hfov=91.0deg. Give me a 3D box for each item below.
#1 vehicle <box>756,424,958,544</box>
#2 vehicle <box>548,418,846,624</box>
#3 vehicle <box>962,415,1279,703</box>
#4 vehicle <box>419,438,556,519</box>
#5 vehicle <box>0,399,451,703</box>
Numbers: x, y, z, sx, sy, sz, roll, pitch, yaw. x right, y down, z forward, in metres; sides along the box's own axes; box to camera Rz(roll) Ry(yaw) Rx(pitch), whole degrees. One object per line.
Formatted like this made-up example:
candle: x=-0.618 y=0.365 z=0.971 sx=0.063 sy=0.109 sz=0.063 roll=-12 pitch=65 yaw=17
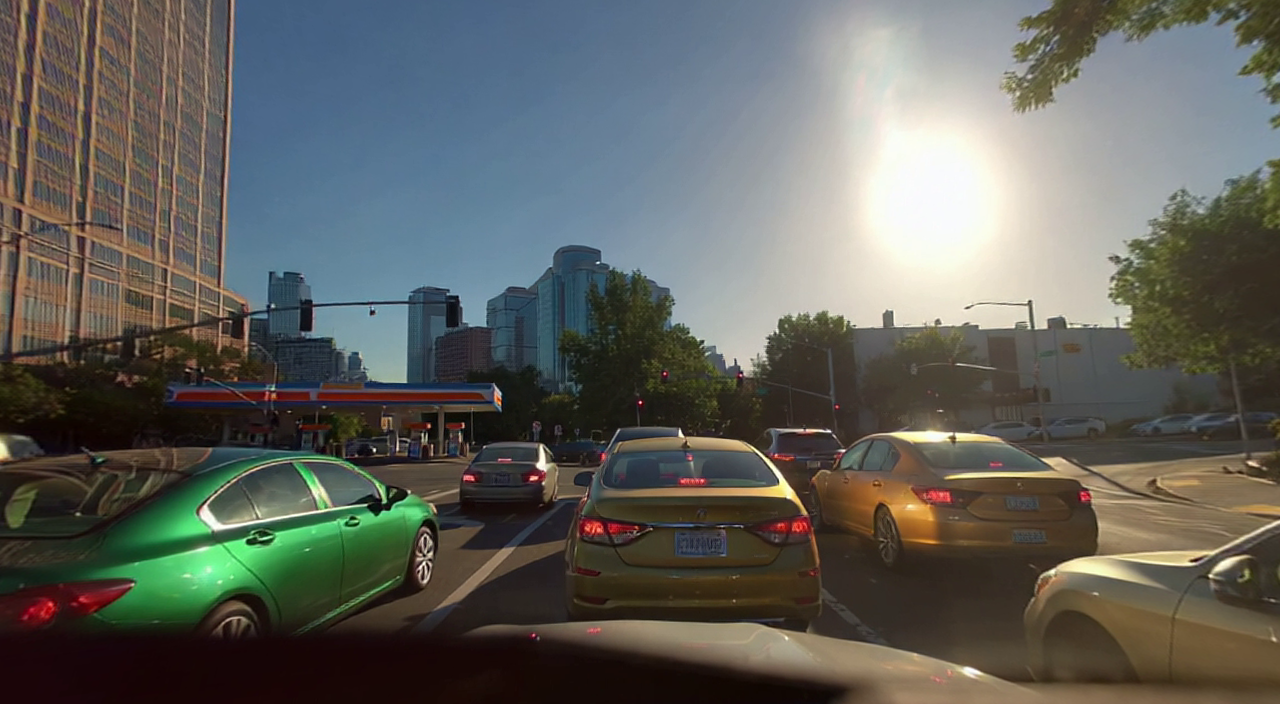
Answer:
vehicle: x=3.377 y=2.127 z=10.792 sx=1.947 sy=1.630 sz=4.127 roll=0 pitch=-9 yaw=0
vehicle: x=0.373 y=1.587 z=6.931 sx=2.220 sy=1.507 sz=4.317 roll=0 pitch=-9 yaw=-1
vehicle: x=4.174 y=1.142 z=3.638 sx=1.950 sy=1.497 sz=4.686 roll=0 pitch=-9 yaw=-3
vehicle: x=-3.079 y=2.641 z=13.694 sx=1.867 sy=1.474 sz=4.237 roll=0 pitch=-9 yaw=0
vehicle: x=-3.008 y=1.256 z=4.608 sx=1.887 sy=1.493 sz=4.255 roll=0 pitch=-9 yaw=0
